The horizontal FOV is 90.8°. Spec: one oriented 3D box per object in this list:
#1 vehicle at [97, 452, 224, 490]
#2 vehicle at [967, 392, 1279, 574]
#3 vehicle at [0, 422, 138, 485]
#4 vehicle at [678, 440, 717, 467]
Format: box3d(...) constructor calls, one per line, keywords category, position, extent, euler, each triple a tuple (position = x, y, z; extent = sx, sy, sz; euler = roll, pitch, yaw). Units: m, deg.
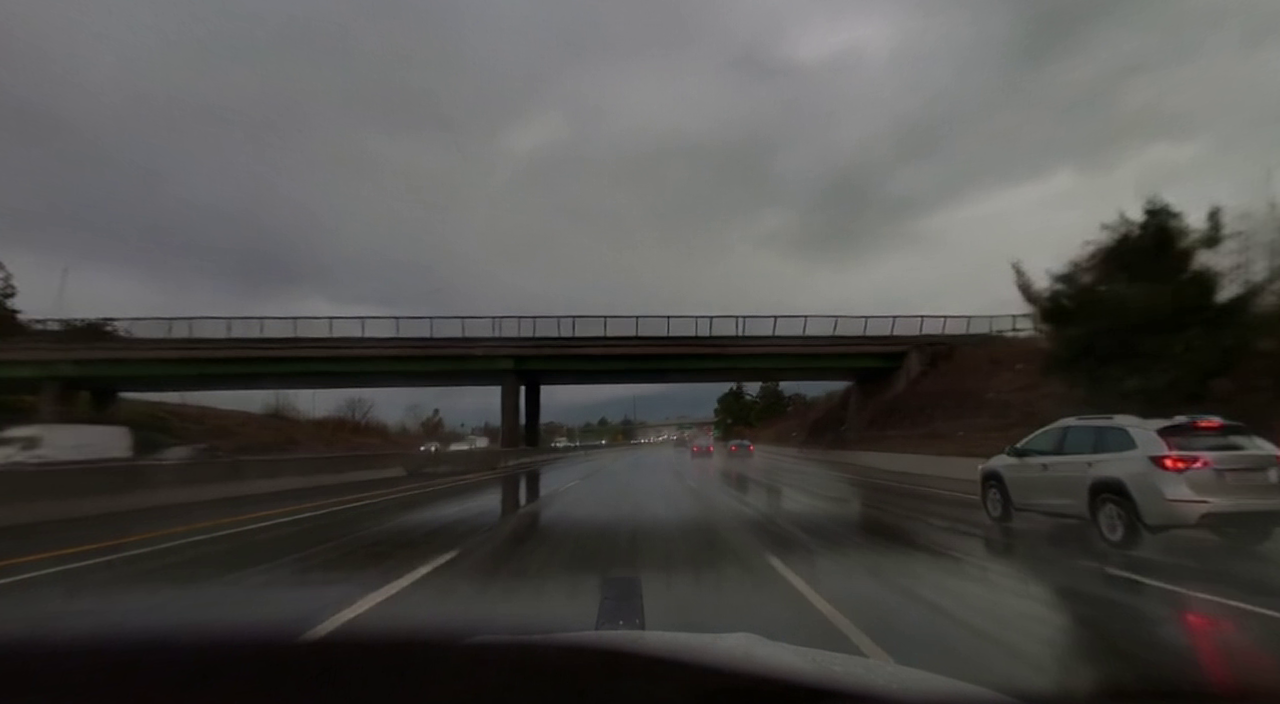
box3d(category="vehicle", position=(-20.518, 5.080, 27.329), extent=(1.916, 1.475, 4.525), euler=(0, -9, 1))
box3d(category="vehicle", position=(7.008, 1.673, 8.855), extent=(2.087, 1.806, 4.946), euler=(0, -9, -1))
box3d(category="vehicle", position=(-28.513, 4.899, 30.725), extent=(2.242, 2.658, 6.965), euler=(0, -9, 1))
box3d(category="vehicle", position=(3.353, 5.970, 37.424), extent=(1.981, 1.471, 4.342), euler=(0, -9, 1))
